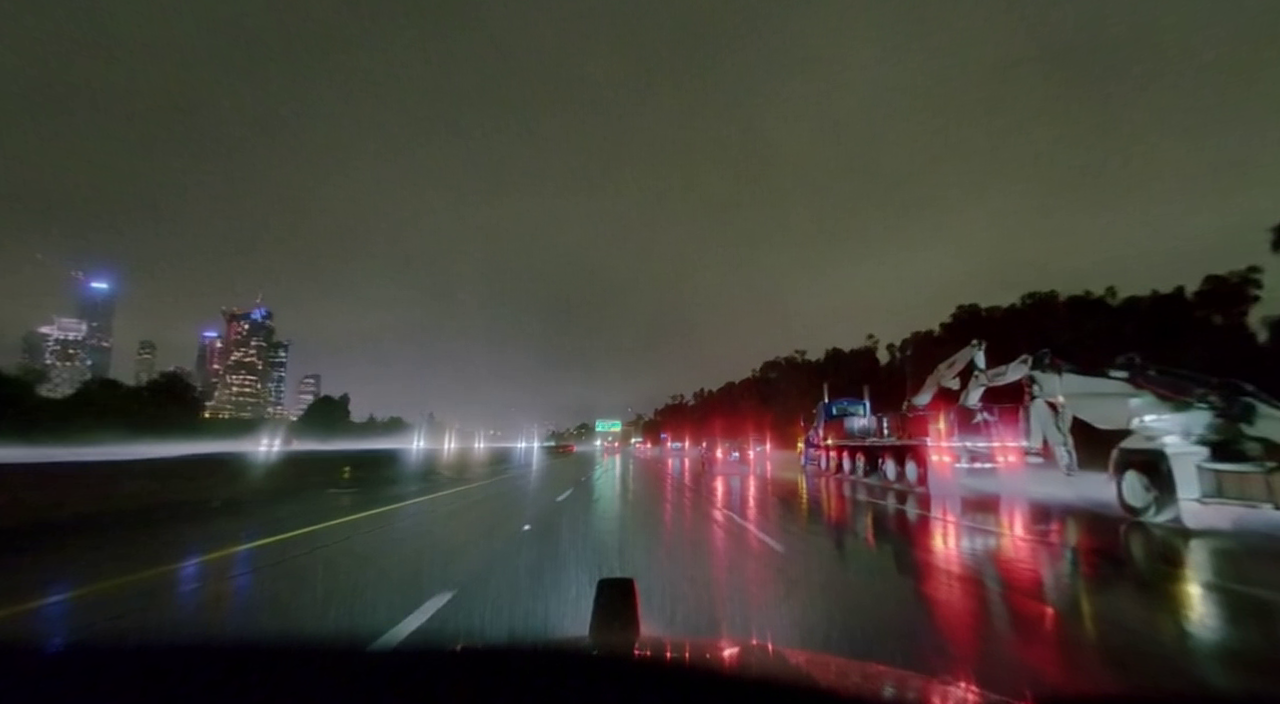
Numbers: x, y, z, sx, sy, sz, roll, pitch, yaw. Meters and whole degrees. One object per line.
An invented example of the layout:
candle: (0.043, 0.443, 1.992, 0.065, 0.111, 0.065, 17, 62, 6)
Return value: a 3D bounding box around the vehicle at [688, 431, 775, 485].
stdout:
vehicle: (3.177, 3.806, 23.041, 2.305, 1.729, 4.526, 0, -8, -2)
